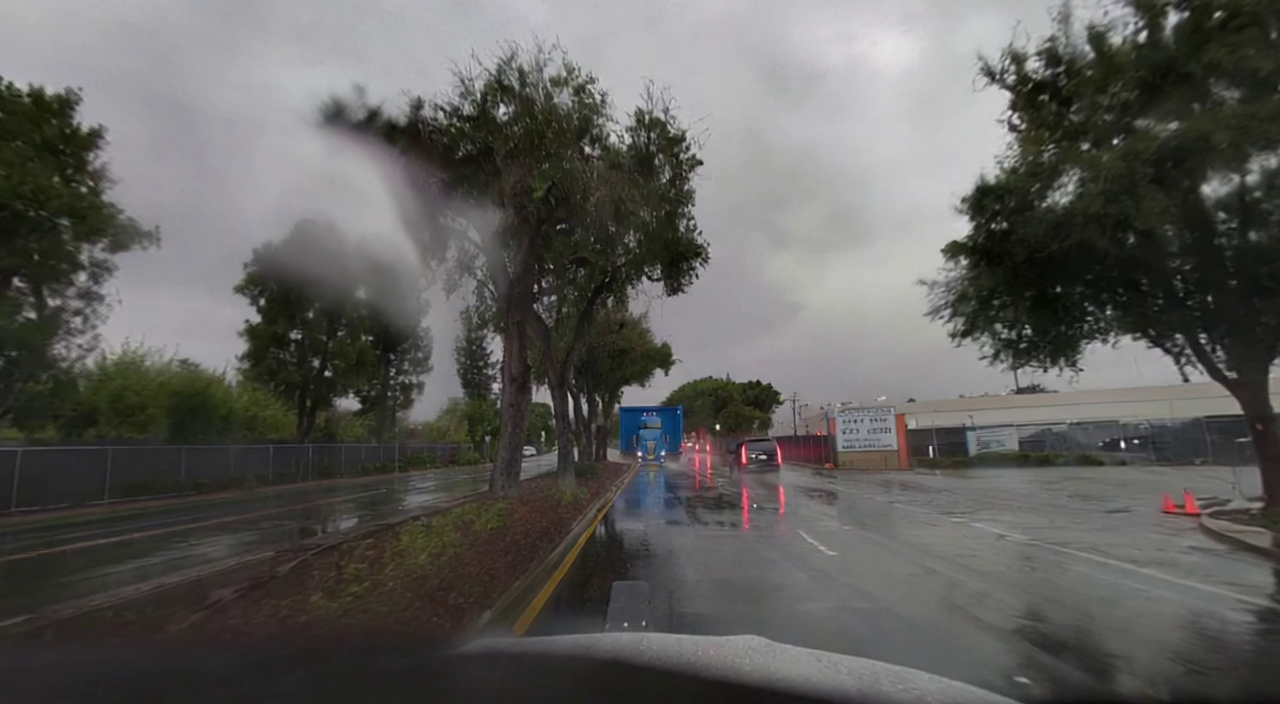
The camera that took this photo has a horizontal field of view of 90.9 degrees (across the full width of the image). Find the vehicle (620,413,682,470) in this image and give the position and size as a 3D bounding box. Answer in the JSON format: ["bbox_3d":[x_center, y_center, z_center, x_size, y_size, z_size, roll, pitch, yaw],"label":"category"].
[{"bbox_3d":[0.665,5.208,36.649,3.197,2.963,7.055,0,-9,1],"label":"vehicle"}]

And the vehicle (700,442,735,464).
[{"bbox_3d":[5.530,7.273,45.392,2.018,1.473,4.343,0,-9,1],"label":"vehicle"}]

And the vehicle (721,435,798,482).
[{"bbox_3d":[4.592,4.181,24.957,2.151,1.662,4.543,0,-8,0],"label":"vehicle"}]

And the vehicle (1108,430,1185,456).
[{"bbox_3d":[37.477,6.798,46.865,2.389,1.806,5.792,-3,-9,18],"label":"vehicle"}]
